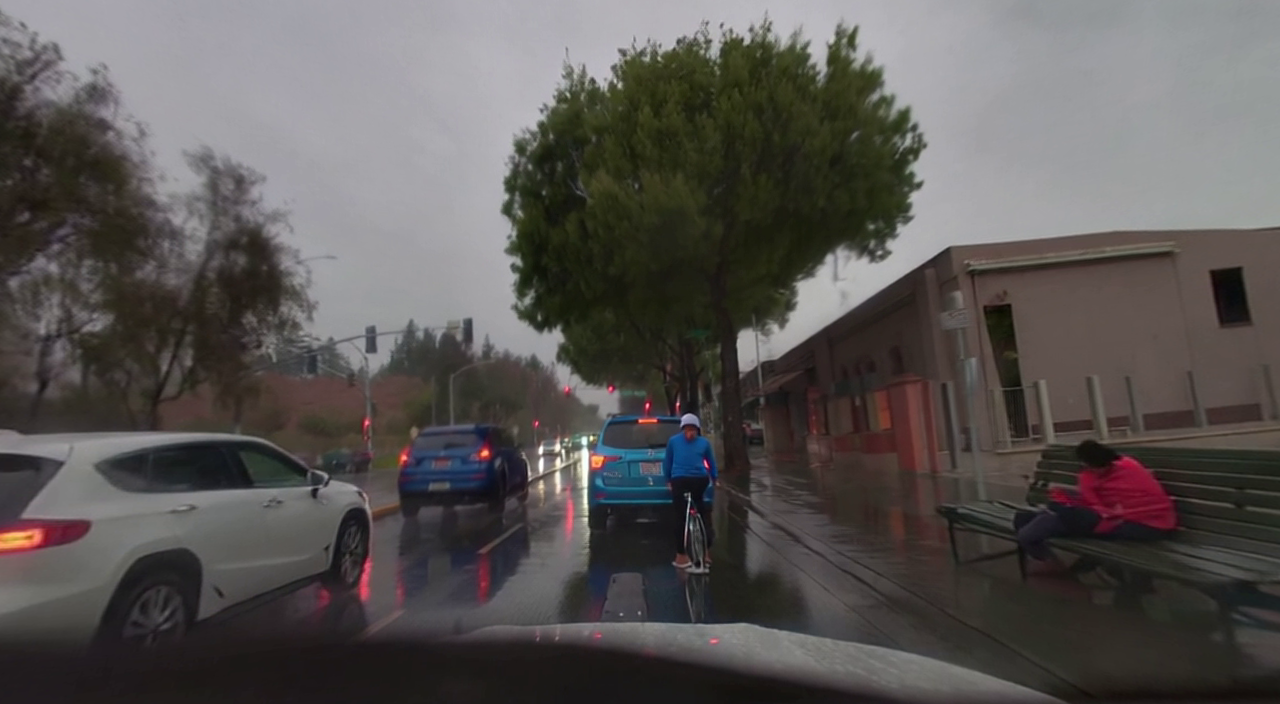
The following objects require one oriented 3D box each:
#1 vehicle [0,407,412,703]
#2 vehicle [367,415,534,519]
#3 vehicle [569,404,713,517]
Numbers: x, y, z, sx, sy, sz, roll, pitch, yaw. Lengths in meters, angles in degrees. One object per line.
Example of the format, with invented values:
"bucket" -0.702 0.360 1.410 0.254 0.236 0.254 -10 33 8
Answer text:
"vehicle" -3.586 1.298 4.860 2.064 1.486 4.140 0 -9 1
"vehicle" -3.607 2.297 13.030 2.046 1.750 4.452 0 -9 0
"vehicle" -0.025 2.207 13.232 2.426 1.882 5.027 0 -9 -1
